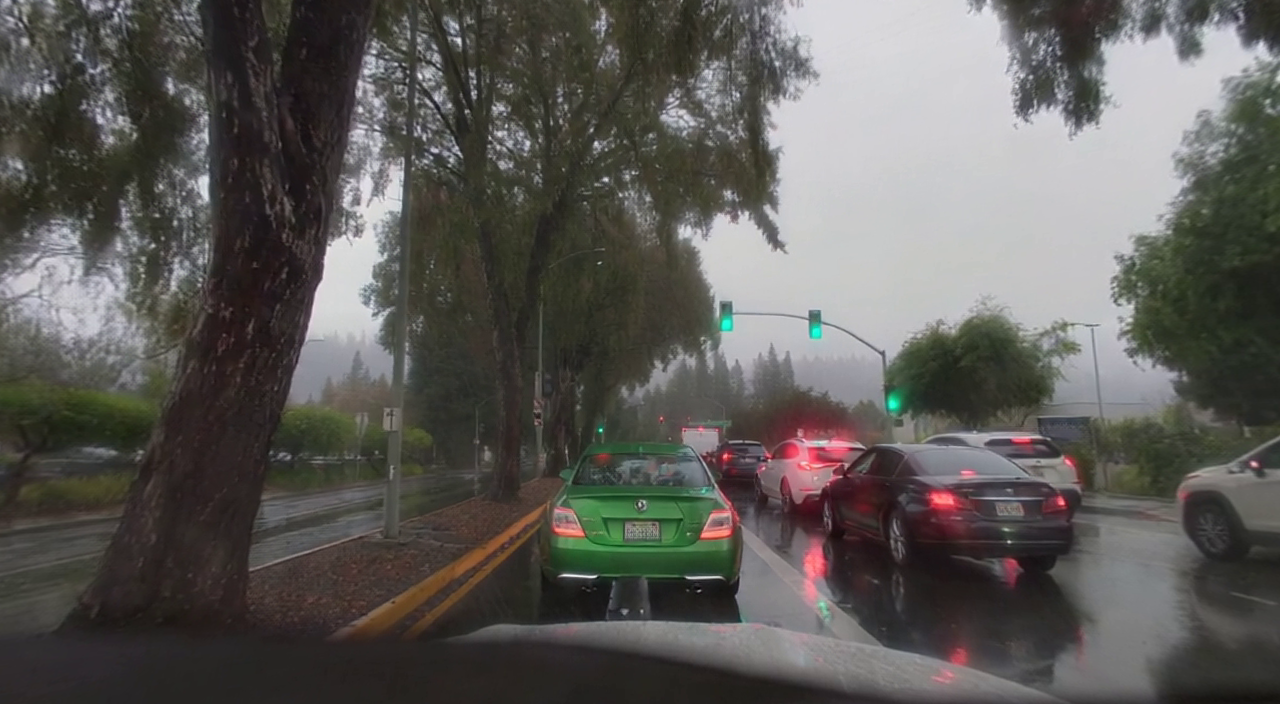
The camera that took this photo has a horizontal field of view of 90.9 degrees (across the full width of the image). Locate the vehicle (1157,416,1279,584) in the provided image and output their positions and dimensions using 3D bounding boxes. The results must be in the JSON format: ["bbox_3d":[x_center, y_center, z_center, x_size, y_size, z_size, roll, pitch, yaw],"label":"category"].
[{"bbox_3d":[6.939,1.337,5.570,1.783,1.572,3.421,0,-9,1],"label":"vehicle"}]

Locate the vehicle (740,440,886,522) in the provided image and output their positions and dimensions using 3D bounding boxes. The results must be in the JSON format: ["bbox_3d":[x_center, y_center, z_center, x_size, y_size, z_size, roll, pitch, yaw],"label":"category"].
[{"bbox_3d":[3.533,2.721,13.825,1.934,1.494,4.446,0,-9,0],"label":"vehicle"}]

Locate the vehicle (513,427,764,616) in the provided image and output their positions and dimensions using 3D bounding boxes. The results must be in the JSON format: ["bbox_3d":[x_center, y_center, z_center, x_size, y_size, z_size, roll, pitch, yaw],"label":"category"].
[{"bbox_3d":[0.010,1.679,7.100,2.015,1.502,3.898,0,-9,1],"label":"vehicle"}]

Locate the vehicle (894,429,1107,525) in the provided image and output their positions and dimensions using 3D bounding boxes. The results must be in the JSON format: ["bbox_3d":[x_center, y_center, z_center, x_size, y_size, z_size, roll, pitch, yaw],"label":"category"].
[{"bbox_3d":[7.022,2.468,12.903,1.923,1.611,4.094,0,-9,0],"label":"vehicle"}]
